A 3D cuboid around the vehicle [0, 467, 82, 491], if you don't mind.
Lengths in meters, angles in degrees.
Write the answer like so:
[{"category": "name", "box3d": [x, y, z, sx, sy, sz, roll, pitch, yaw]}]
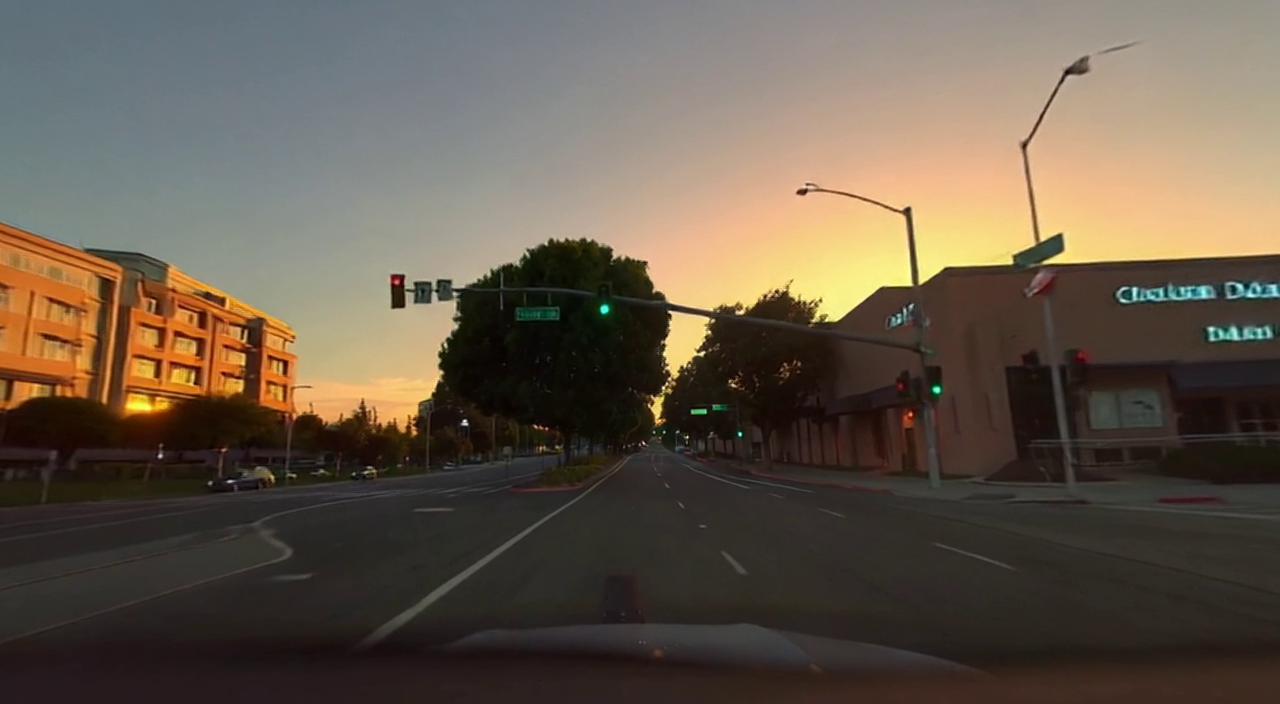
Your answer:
[{"category": "vehicle", "box3d": [-41.571, 8.677, 43.247, 4.710, 1.453, 1.928, 0, -8, -2]}]
